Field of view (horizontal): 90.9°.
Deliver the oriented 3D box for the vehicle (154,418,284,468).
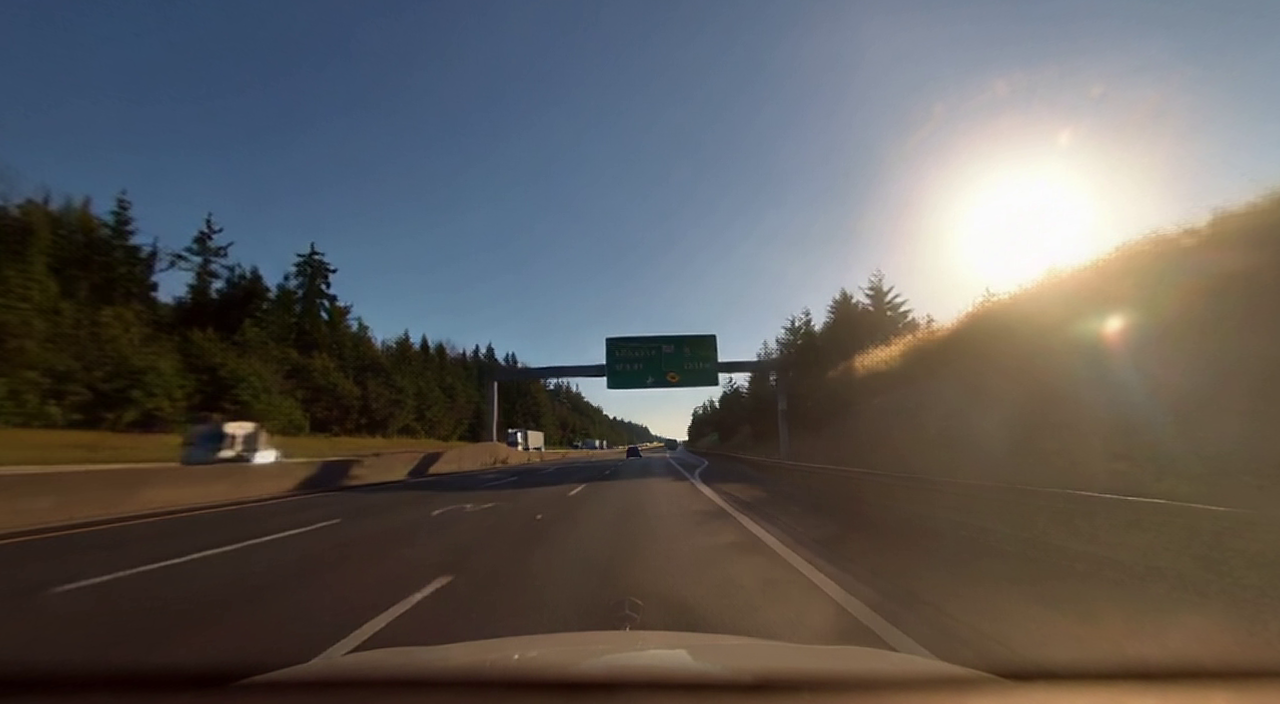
[{"bbox_3d":[-19.334,4.271,29.368,2.257,2.085,5.396,0,-9,1],"label":"vehicle"}]
